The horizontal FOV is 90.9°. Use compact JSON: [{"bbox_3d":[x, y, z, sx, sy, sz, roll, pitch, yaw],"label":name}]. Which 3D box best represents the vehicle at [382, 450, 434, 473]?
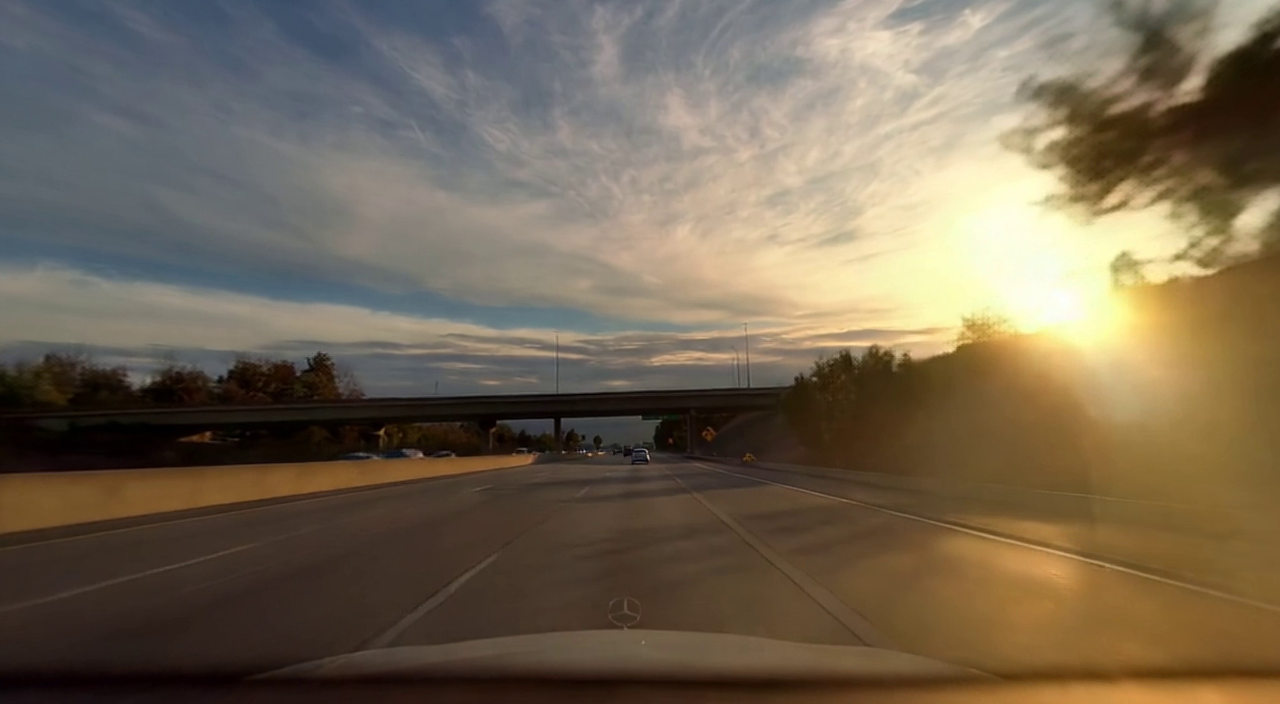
[{"bbox_3d":[-16.046,7.574,43.840,1.829,1.471,4.594,0,-9,1],"label":"vehicle"}]

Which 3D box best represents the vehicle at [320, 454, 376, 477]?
[{"bbox_3d":[-19.918,7.740,43.216,1.933,1.457,3.889,0,-9,1],"label":"vehicle"}]
